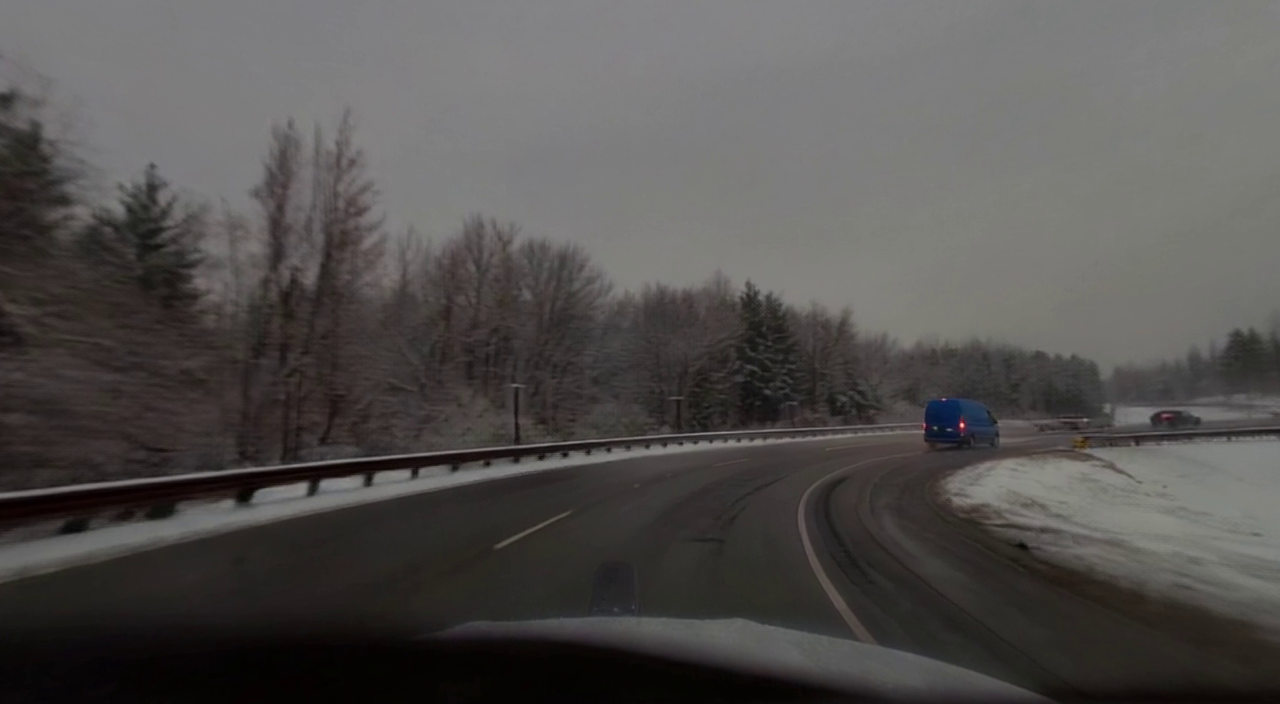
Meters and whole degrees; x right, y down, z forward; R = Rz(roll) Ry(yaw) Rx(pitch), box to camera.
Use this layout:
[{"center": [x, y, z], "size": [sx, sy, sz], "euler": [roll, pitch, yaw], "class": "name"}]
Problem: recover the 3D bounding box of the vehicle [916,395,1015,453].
[{"center": [16.078, 3.593, 31.001], "size": [5.330, 2.577, 2.352], "euler": [6, -10, -40], "class": "vehicle"}]
